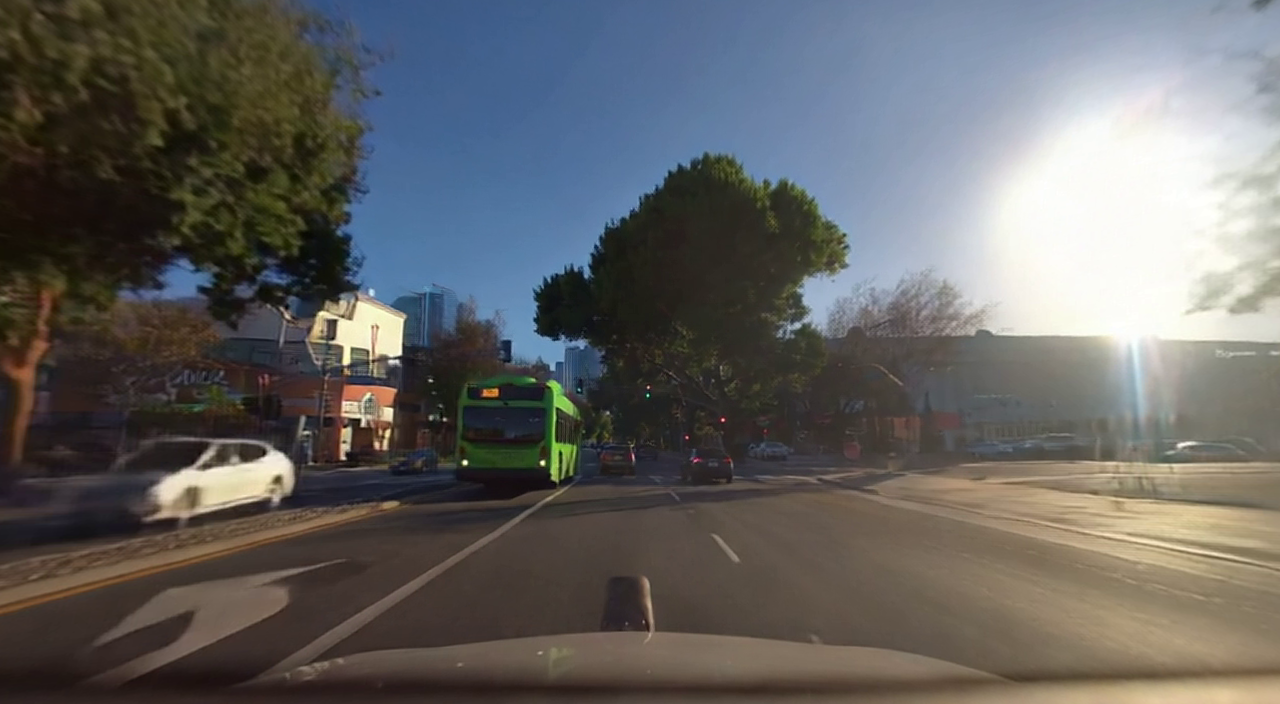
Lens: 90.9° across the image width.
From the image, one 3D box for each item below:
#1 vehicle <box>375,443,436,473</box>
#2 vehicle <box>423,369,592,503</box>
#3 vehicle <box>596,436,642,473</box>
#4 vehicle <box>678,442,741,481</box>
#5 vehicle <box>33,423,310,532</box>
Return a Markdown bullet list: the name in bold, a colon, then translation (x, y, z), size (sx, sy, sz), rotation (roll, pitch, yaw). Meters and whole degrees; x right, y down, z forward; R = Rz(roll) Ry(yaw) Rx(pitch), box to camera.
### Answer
- **vehicle**: translation (-13.780, 6.228, 37.300), size (2.072, 1.675, 4.190), rotation (0, -8, -2)
- **vehicle**: translation (-3.708, 3.036, 22.172), size (3.018, 3.217, 13.998), rotation (0, -8, 0)
- **vehicle**: translation (-1.183, 5.531, 34.229), size (2.301, 1.837, 4.411), rotation (0, -8, -3)
- **vehicle**: translation (2.857, 4.593, 26.765), size (2.046, 1.540, 3.883), rotation (0, -8, -3)
- **vehicle**: translation (-8.779, 2.361, 12.491), size (2.157, 1.731, 4.433), rotation (0, -8, -2)
